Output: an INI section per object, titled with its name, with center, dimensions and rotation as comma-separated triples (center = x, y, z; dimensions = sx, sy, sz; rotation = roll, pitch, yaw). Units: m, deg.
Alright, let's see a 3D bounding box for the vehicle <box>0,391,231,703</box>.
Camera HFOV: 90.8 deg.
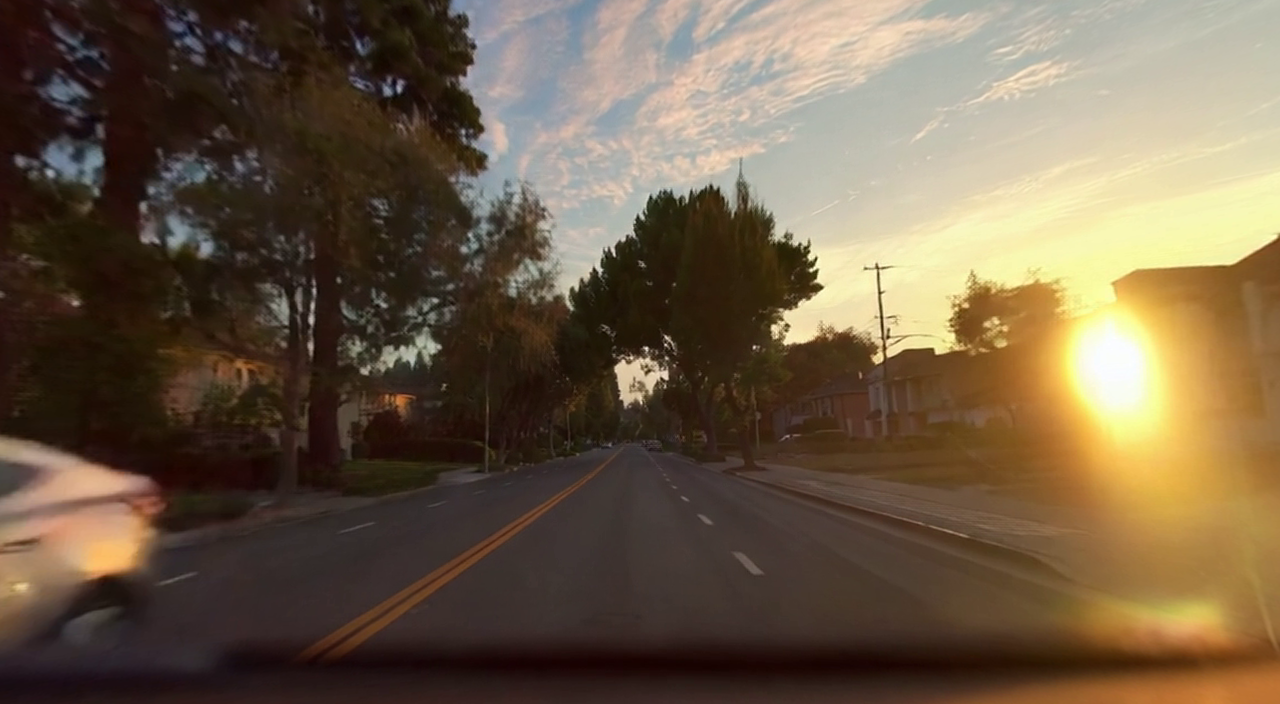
[vehicle]
center = -3.844, 0.893, 1.957
dimensions = 2.208, 1.663, 4.326
rotation = 0, -9, 0
